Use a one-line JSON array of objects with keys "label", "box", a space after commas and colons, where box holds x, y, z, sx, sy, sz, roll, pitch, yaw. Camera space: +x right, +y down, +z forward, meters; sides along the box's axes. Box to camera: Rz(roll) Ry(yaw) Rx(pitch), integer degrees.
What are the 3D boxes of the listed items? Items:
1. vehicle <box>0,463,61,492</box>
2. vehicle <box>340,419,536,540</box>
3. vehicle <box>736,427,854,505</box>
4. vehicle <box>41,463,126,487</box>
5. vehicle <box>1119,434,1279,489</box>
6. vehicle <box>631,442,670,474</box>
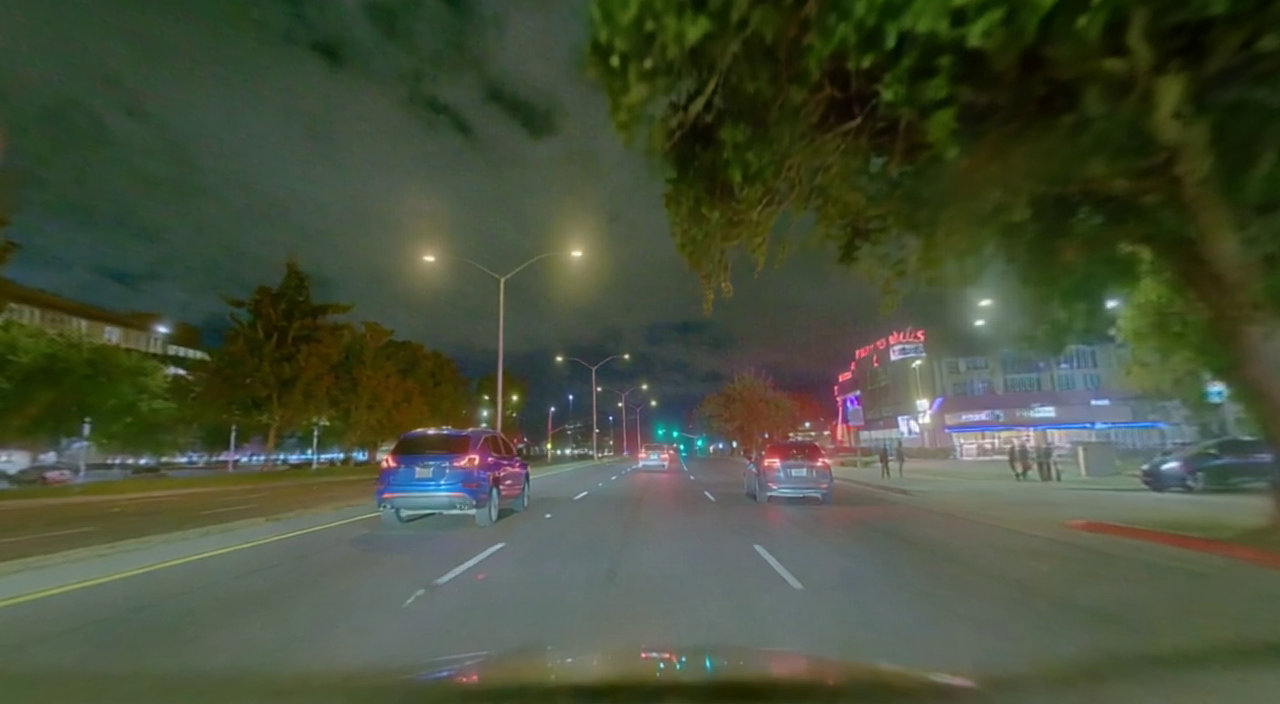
[{"label": "vehicle", "box": [-42.630, 8.534, 42.846, 4.648, 1.811, 2.029, -1, -8, 6]}, {"label": "vehicle", "box": [-3.451, 2.268, 11.873, 2.047, 1.810, 4.414, 0, -8, 2]}, {"label": "vehicle", "box": [3.938, 2.970, 16.852, 2.083, 1.779, 4.347, 0, -8, 1]}, {"label": "vehicle", "box": [-42.756, 9.448, 48.478, 4.647, 1.733, 2.030, 0, -8, 3]}, {"label": "vehicle", "box": [18.167, 3.401, 19.784, 4.601, 1.603, 1.852, -4, -10, 28]}, {"label": "vehicle", "box": [0.647, 5.932, 35.452, 2.067, 1.702, 3.987, 0, -8, 2]}]
